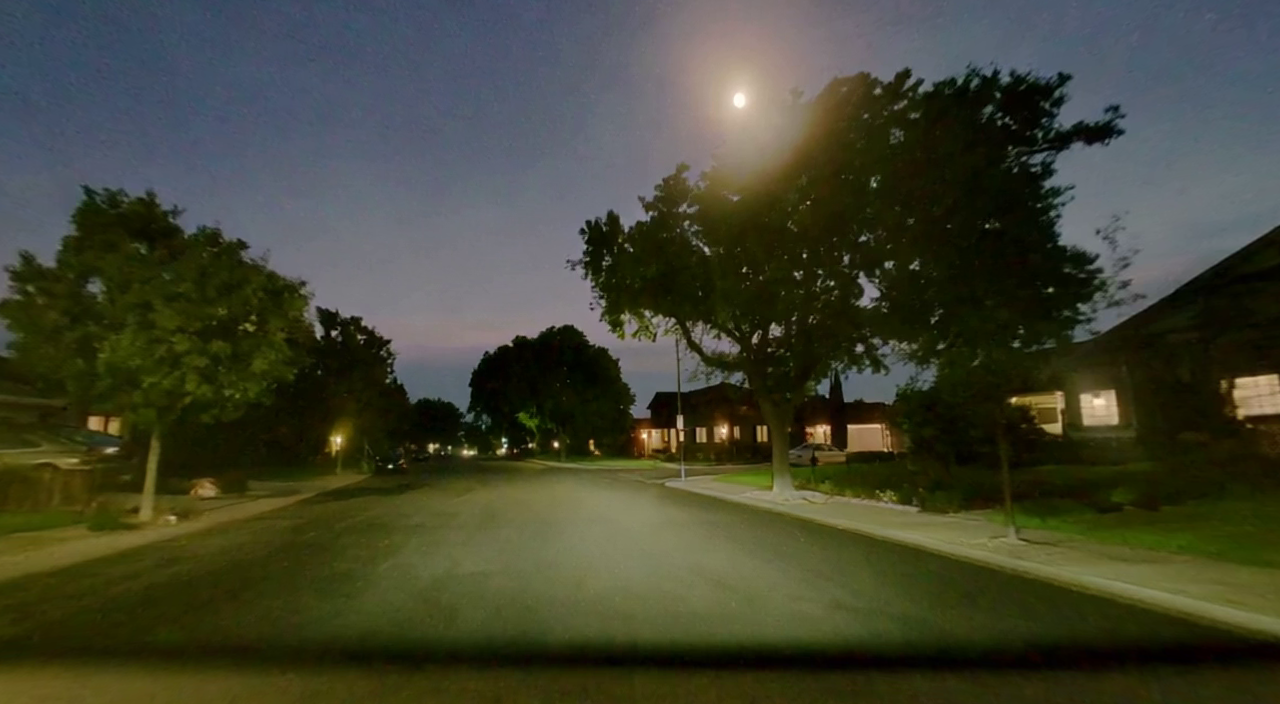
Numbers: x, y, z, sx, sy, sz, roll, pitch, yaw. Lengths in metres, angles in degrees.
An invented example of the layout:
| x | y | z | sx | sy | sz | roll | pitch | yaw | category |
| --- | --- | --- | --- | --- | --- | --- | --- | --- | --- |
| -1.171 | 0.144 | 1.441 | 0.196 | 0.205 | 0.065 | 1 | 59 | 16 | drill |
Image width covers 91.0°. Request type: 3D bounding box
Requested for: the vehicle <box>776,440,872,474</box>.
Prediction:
| x | y | z | sx | sy | sz | roll | pitch | yaw | category |
| --- | --- | --- | --- | --- | --- | --- | --- | --- | --- |
| 10.519 | 5.948 | 36.020 | 4.933 | 1.817 | 2.014 | 3 | -8 | -18 | vehicle |

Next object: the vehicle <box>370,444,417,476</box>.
| x | y | z | sx | sy | sz | roll | pitch | yaw | category |
| --- | --- | --- | --- | --- | --- | --- | --- | --- | --- |
| -13.394 | 5.895 | 34.426 | 1.938 | 1.499 | 4.290 | -1 | -9 | -15 | vehicle |

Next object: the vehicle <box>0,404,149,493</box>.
| x | y | z | sx | sy | sz | roll | pitch | yaw | category |
| --- | --- | --- | --- | --- | --- | --- | --- | --- | --- |
| -16.473 | 2.423 | 15.798 | 5.907 | 2.064 | 2.507 | 1 | -9 | -9 | vehicle |
